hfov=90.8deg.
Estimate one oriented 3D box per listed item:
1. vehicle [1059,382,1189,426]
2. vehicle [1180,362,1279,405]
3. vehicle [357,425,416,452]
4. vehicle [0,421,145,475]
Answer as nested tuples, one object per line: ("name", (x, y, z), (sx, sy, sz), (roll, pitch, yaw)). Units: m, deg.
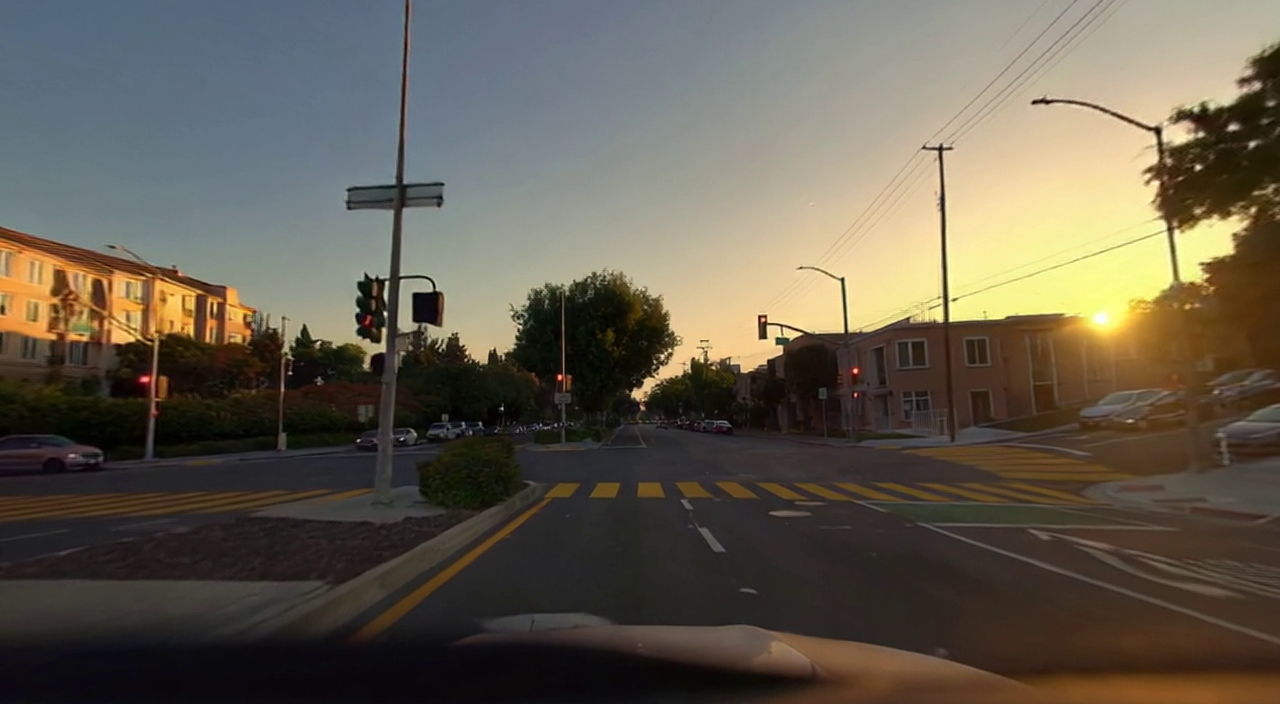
("vehicle", (22.206, 2.367, 29.079), (4.531, 1.753, 1.964), (-2, -2, -5))
("vehicle", (27.944, 1.443, 29.316), (3.978, 1.843, 1.874), (-2, -2, 1))
("vehicle", (-18.494, 6.389, 46.469), (2.225, 1.871, 5.189), (0, -8, -1))
("vehicle", (-25.958, 4.295, 28.444), (5.229, 2.299, 2.366), (0, -8, 1))
